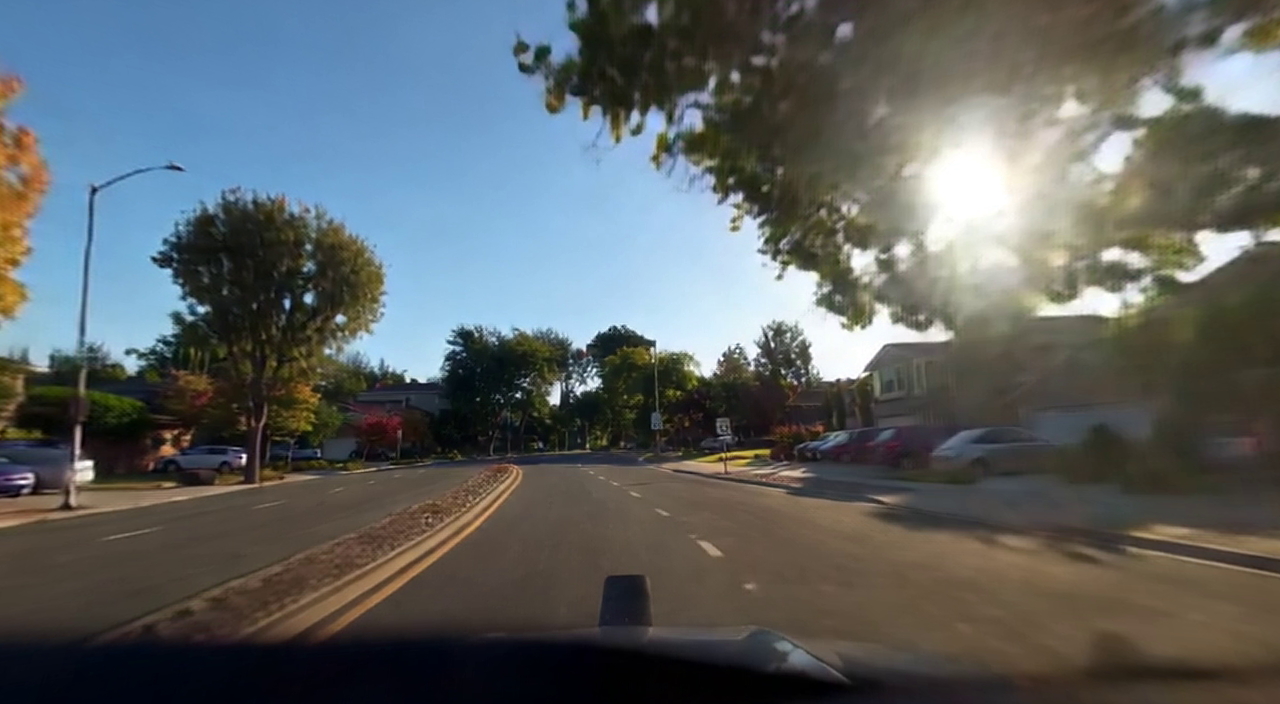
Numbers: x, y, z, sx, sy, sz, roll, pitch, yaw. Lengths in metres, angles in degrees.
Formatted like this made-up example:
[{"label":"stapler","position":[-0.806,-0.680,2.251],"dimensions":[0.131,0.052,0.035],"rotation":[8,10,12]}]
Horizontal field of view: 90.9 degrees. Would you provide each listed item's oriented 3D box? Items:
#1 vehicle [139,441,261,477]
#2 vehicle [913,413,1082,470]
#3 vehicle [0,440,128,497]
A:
[{"label":"vehicle","position":[-23.956,5.843,34.569],"dimensions":[4.879,1.854,2.265],"rotation":[2,-9,-13]},{"label":"vehicle","position":[12.851,3.285,23.004],"dimensions":[4.693,1.764,2.265],"rotation":[-4,-9,8]},{"label":"vehicle","position":[-21.142,3.934,21.562],"dimensions":[5.150,1.840,2.122],"rotation":[1,-8,-6]}]
